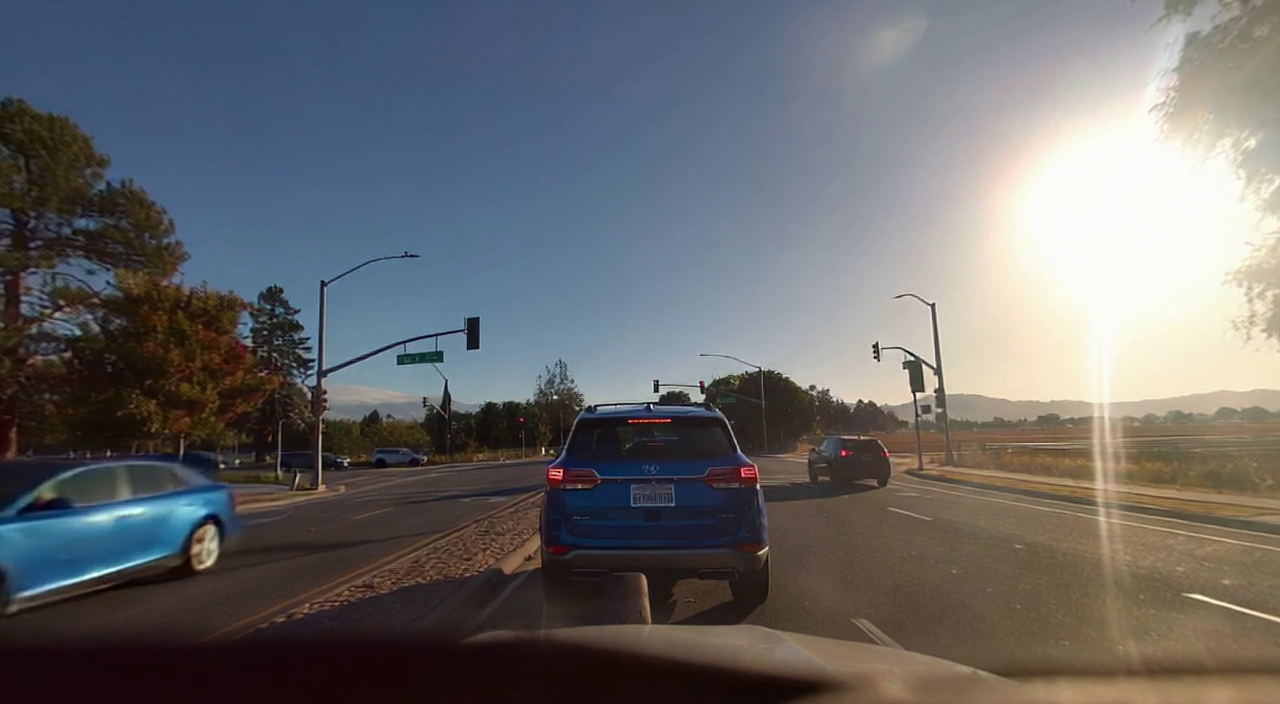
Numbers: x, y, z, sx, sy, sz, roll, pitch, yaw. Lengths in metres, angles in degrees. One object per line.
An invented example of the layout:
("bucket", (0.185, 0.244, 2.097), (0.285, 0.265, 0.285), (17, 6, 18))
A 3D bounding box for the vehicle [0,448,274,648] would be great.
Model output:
("vehicle", (-6.114, 1.700, 6.119), (2.425, 1.480, 4.707), (0, -8, -2))

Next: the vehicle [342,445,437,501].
("vehicle", (-8.224, 3.955, 21.177), (2.192, 1.606, 4.510), (2, -8, -12))

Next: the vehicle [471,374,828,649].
("vehicle", (0.049, 1.330, 6.225), (2.298, 1.770, 4.138), (0, -8, 0))

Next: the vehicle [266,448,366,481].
("vehicle", (-17.547, 6.066, 34.190), (4.608, 1.680, 2.026), (-3, -9, 16))

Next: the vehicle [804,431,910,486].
("vehicle", (7.105, 3.528, 21.212), (2.012, 1.636, 4.352), (0, -8, 0))
